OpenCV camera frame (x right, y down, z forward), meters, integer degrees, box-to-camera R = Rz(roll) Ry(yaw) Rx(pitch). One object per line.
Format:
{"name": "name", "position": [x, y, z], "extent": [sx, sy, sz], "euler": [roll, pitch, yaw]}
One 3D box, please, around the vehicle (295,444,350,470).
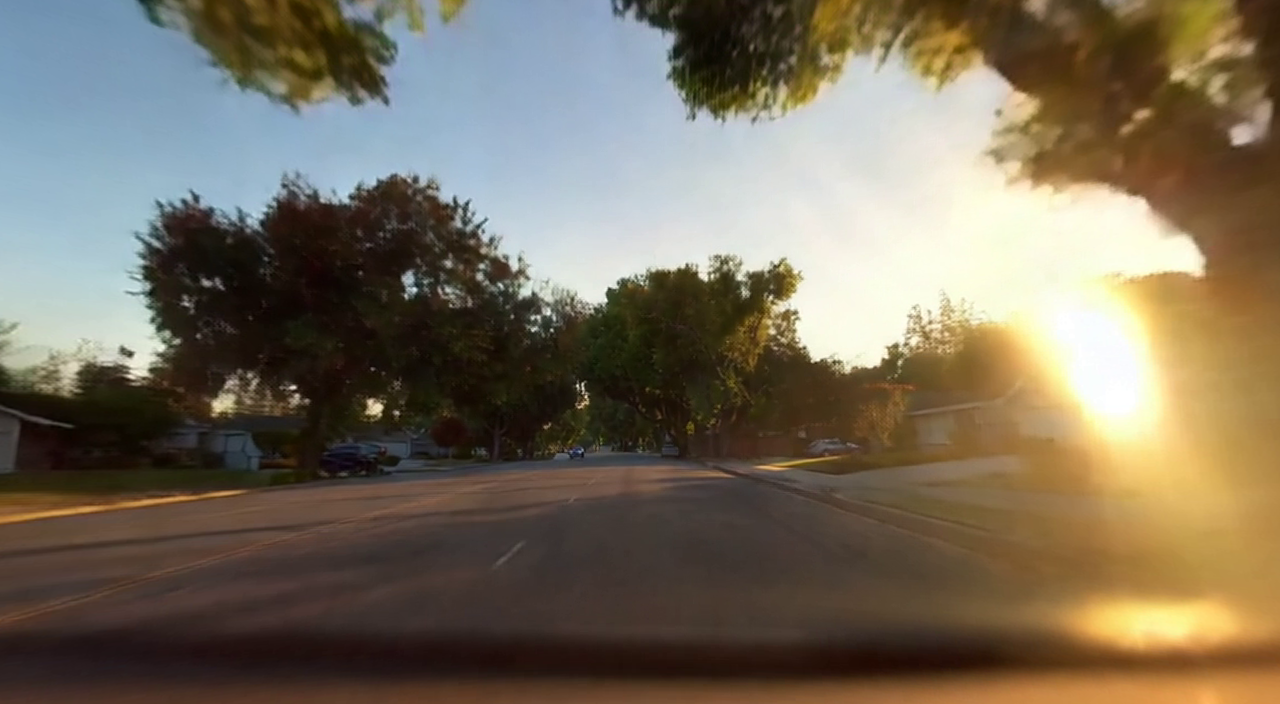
{"name": "vehicle", "position": [-22.603, 7.413, 44.910], "extent": [2.253, 1.768, 4.266], "euler": [8, -11, -44]}
